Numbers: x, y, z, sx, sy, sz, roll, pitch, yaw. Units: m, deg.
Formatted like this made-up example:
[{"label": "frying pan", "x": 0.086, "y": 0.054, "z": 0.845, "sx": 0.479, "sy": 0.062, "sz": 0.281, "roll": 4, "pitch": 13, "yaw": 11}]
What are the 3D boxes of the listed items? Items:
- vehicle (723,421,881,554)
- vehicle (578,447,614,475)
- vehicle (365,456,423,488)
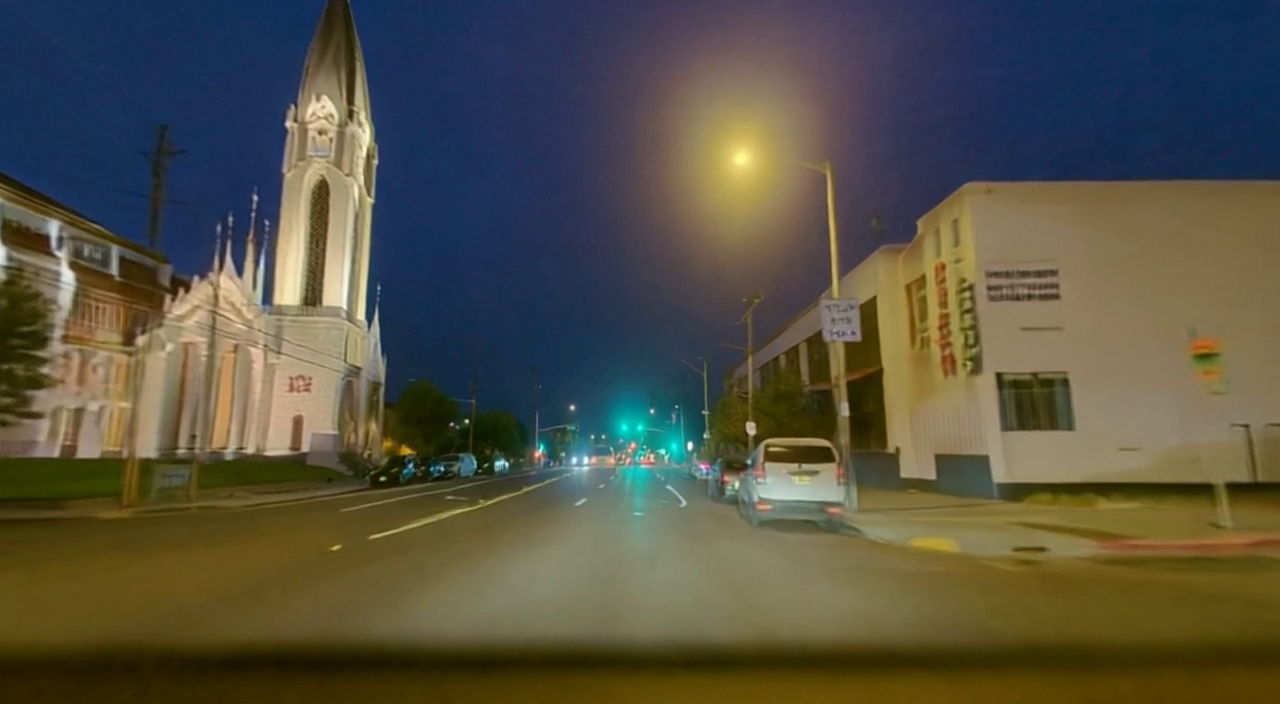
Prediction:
[{"label": "vehicle", "x": 3.004, "y": 2.620, "z": 12.915, "sx": 2.074, "sy": 2.041, "sz": 5.045, "roll": 3, "pitch": -9, "yaw": 2}, {"label": "vehicle", "x": -3.257, "y": 8.214, "z": 47.725, "sx": 2.293, "sy": 1.936, "sz": 4.737, "roll": 1, "pitch": -9, "yaw": 1}, {"label": "vehicle", "x": -15.271, "y": 7.446, "z": 39.442, "sx": 1.978, "sy": 1.819, "sz": 4.477, "roll": 0, "pitch": -10, "yaw": -2}]
